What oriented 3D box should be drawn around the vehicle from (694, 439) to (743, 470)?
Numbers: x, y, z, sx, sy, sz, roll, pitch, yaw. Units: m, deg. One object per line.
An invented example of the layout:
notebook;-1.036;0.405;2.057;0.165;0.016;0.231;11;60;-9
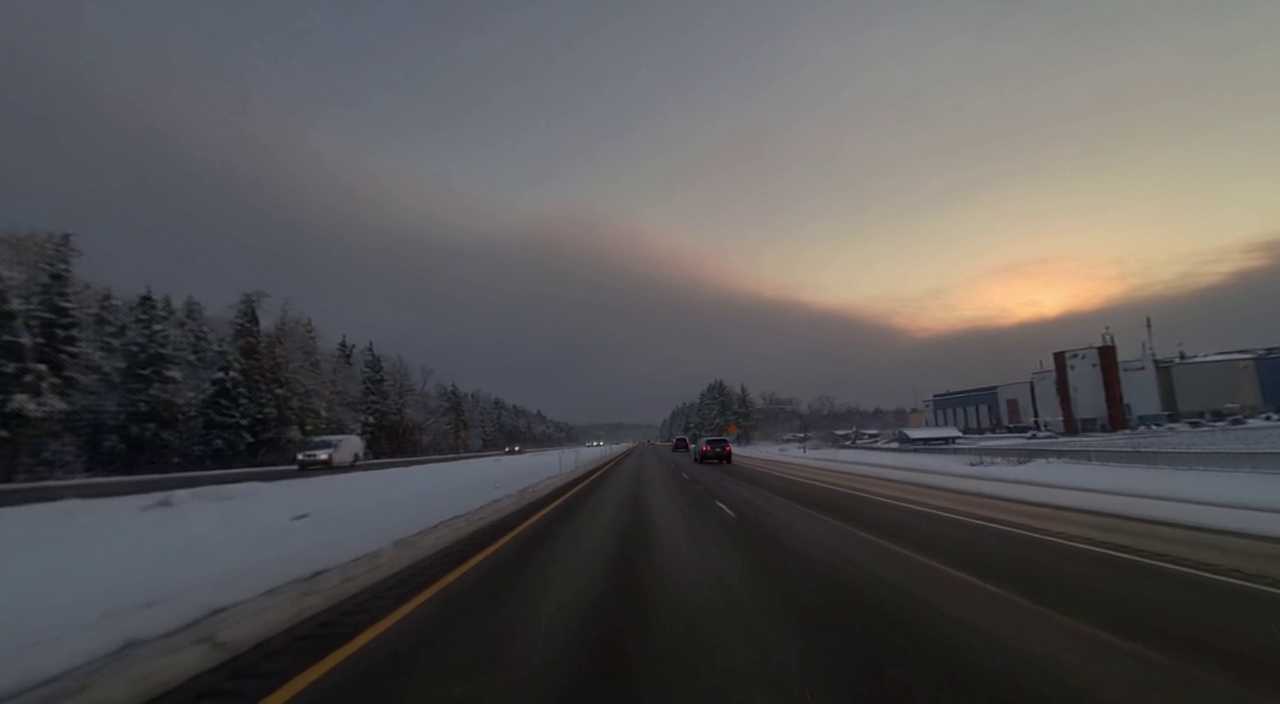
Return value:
vehicle;4.103;5.443;33.623;2.062;1.518;4.026;0;-8;-1
